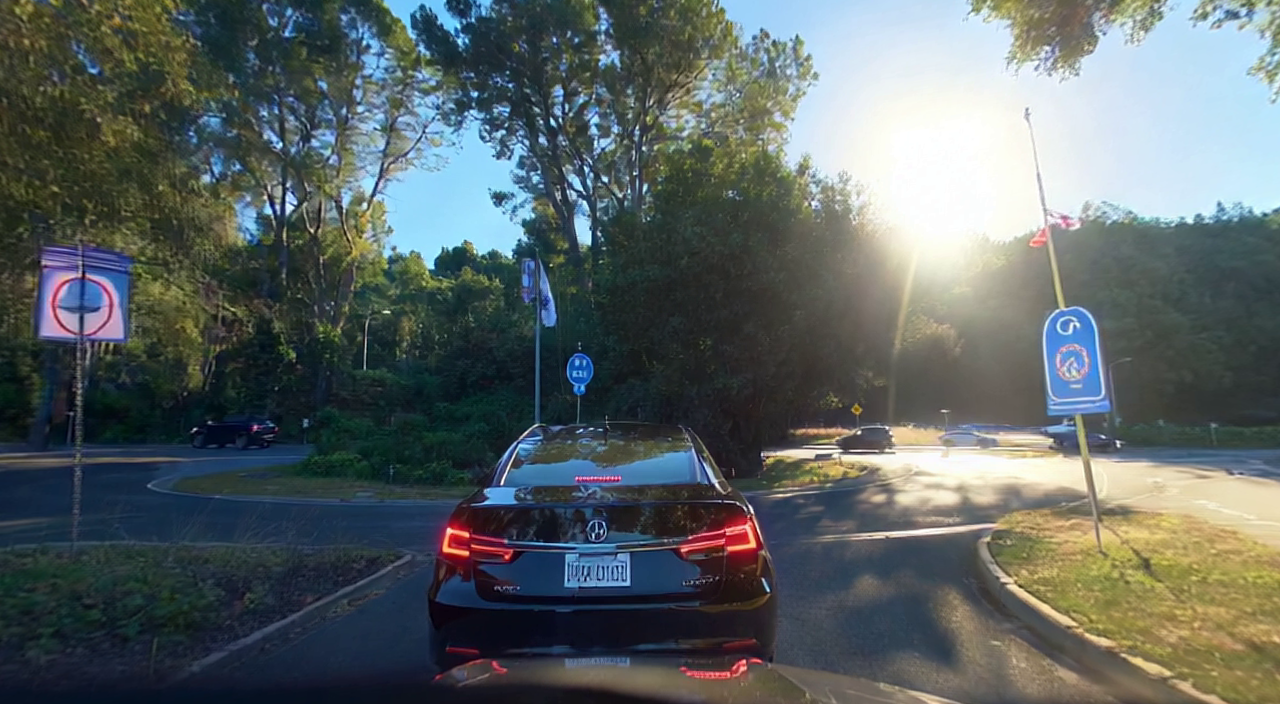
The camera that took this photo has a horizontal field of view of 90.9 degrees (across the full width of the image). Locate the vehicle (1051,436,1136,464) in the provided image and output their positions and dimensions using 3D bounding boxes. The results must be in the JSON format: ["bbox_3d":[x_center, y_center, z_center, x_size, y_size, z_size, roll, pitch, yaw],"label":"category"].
[{"bbox_3d":[24.839,5.369,34.496,4.147,1.475,1.850,4,-10,-25],"label":"vehicle"}]

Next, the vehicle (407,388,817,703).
[{"bbox_3d":[-0.066,1.318,5.283,2.078,1.607,4.010,-1,-9,3],"label":"vehicle"}]

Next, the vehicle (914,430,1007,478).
[{"bbox_3d":[12.669,3.984,24.783,2.132,1.691,4.485,-8,-12,40],"label":"vehicle"}]
